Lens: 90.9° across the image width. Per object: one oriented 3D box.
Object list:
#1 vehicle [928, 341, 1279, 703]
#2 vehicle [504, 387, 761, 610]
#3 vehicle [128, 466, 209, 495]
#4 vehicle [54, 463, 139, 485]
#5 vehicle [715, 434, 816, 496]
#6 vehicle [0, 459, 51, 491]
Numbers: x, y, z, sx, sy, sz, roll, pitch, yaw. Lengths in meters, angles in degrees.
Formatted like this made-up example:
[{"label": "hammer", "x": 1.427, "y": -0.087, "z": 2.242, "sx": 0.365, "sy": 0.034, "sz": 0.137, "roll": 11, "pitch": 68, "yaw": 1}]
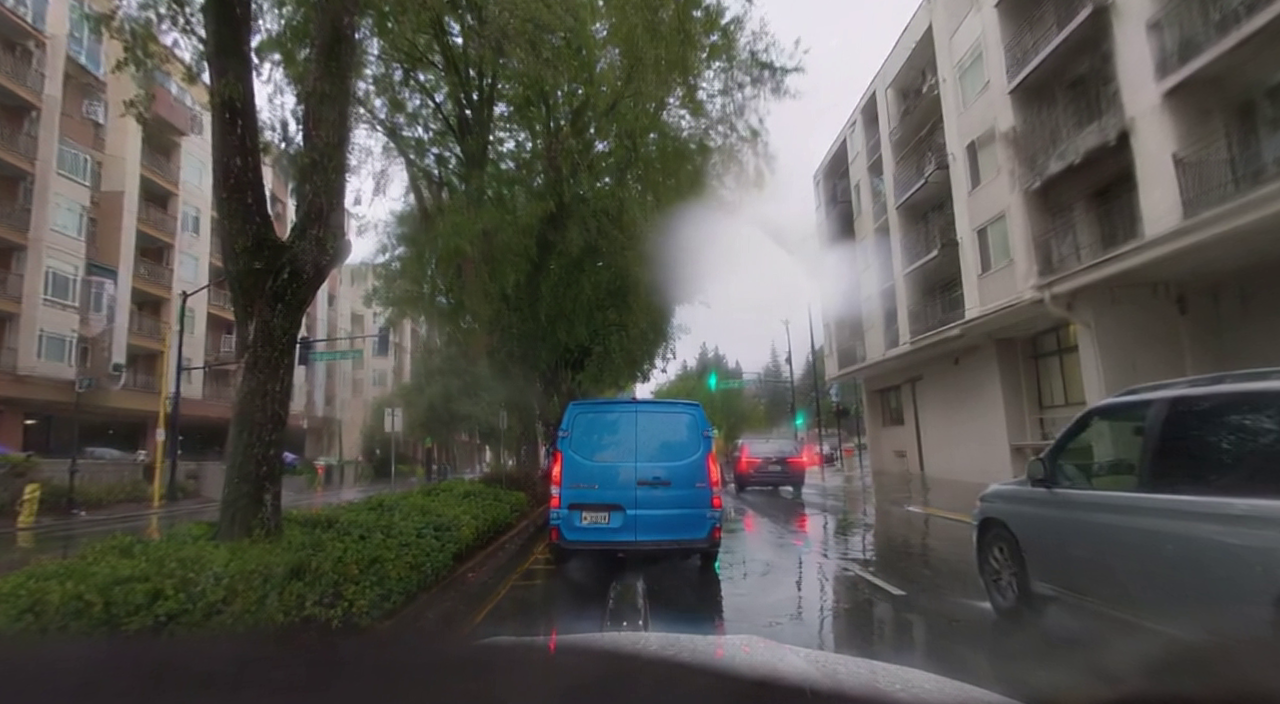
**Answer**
[{"label": "vehicle", "x": 3.794, "y": 1.000, "z": 3.765, "sx": 2.157, "sy": 1.748, "sz": 4.130, "roll": 0, "pitch": -9, "yaw": 0}, {"label": "vehicle", "x": -0.050, "y": 1.528, "z": 7.408, "sx": 2.101, "sy": 1.828, "sz": 4.270, "roll": 0, "pitch": -9, "yaw": 0}, {"label": "vehicle", "x": -33.239, "y": 9.073, "z": 44.507, "sx": 4.292, "sy": 1.492, "sz": 1.772, "roll": -6, "pitch": -14, "yaw": -1}, {"label": "vehicle", "x": -38.403, "y": 8.631, "z": 44.625, "sx": 4.396, "sy": 1.458, "sz": 1.809, "roll": -1, "pitch": -9, "yaw": 2}, {"label": "vehicle", "x": 3.750, "y": 3.479, "z": 19.785, "sx": 2.061, "sy": 1.676, "sz": 4.734, "roll": 0, "pitch": -9, "yaw": -2}, {"label": "vehicle", "x": -35.550, "y": 6.832, "z": 35.143, "sx": 3.843, "sy": 1.680, "sz": 1.782, "roll": -1, "pitch": -9, "yaw": 6}]
